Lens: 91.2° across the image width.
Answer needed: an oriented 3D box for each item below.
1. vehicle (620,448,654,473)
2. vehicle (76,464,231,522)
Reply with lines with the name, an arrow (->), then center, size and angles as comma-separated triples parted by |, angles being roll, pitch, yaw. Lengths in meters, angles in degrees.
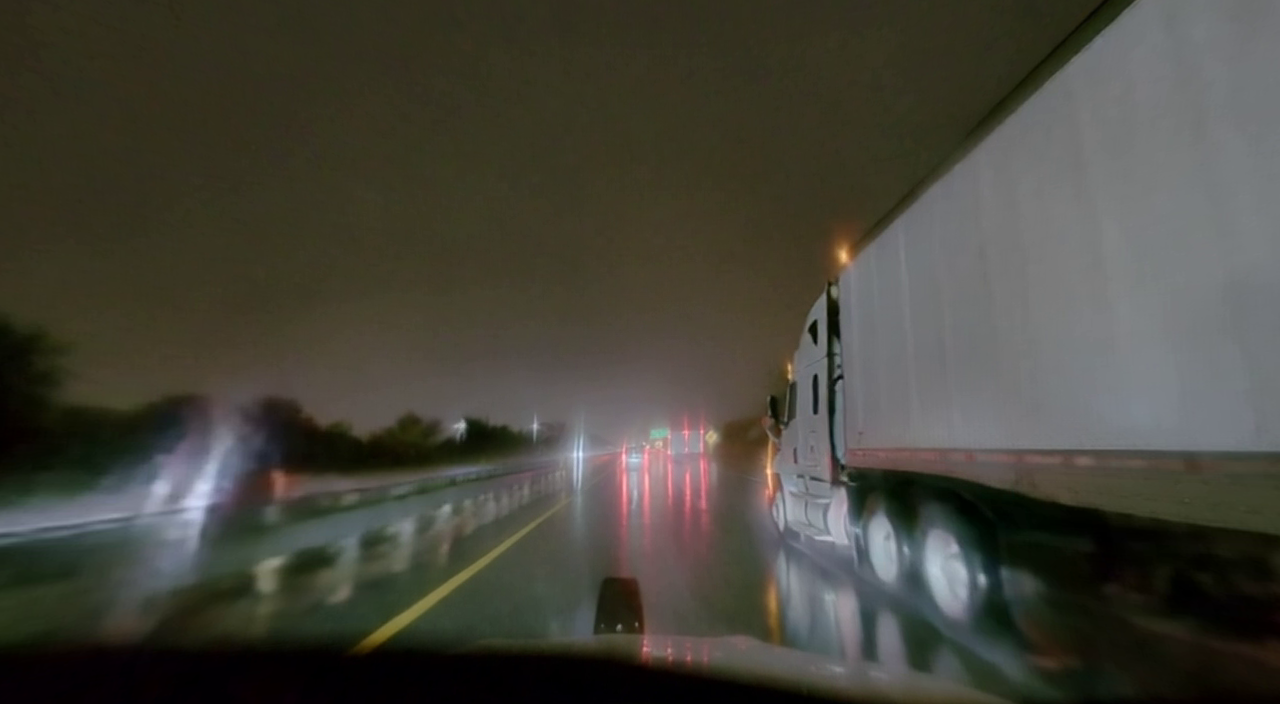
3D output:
vehicle -> -0.218, 6.884, 39.989 | 2.083, 1.473, 3.923 | 0, -9, -1
vehicle -> -15.614, 4.503, 20.435 | 1.778, 1.574, 4.009 | 0, -9, 0
